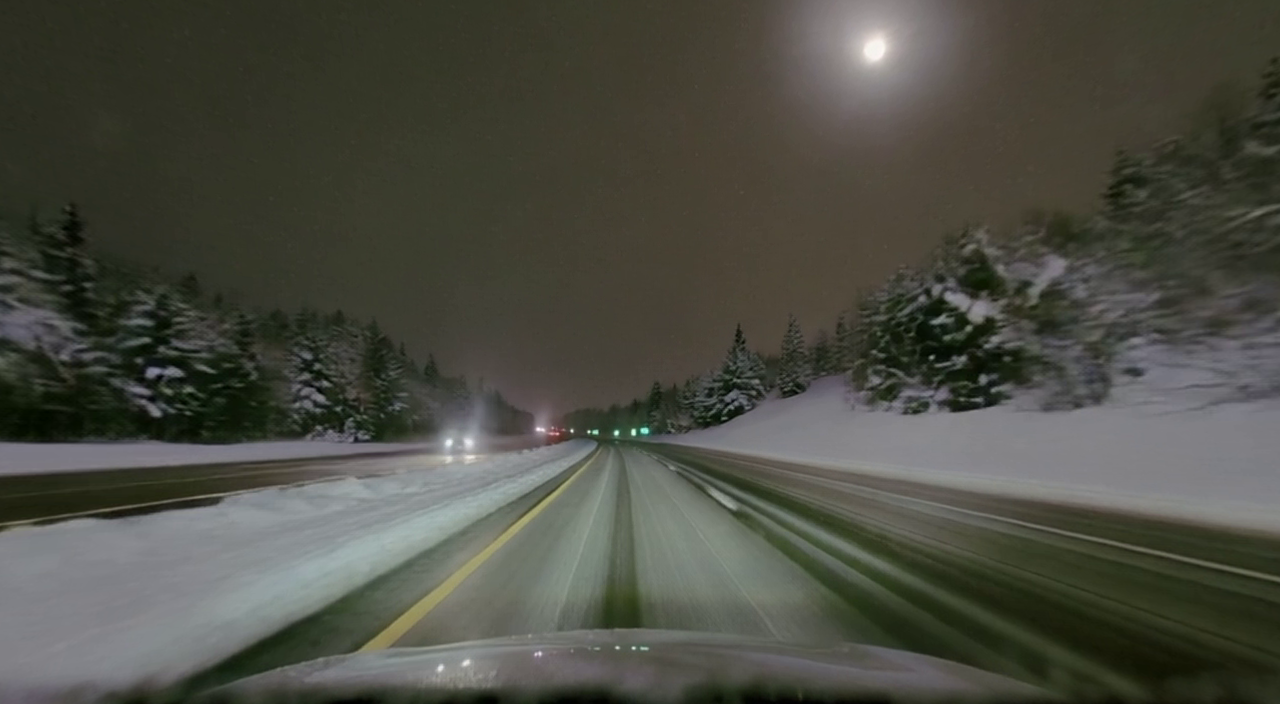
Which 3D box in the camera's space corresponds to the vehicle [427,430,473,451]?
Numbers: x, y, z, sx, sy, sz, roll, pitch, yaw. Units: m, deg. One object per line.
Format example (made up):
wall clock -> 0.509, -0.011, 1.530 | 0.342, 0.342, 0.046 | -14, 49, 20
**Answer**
vehicle -> -13.977, 6.538, 46.605 | 2.090, 1.486, 4.511 | 0, -8, -2
